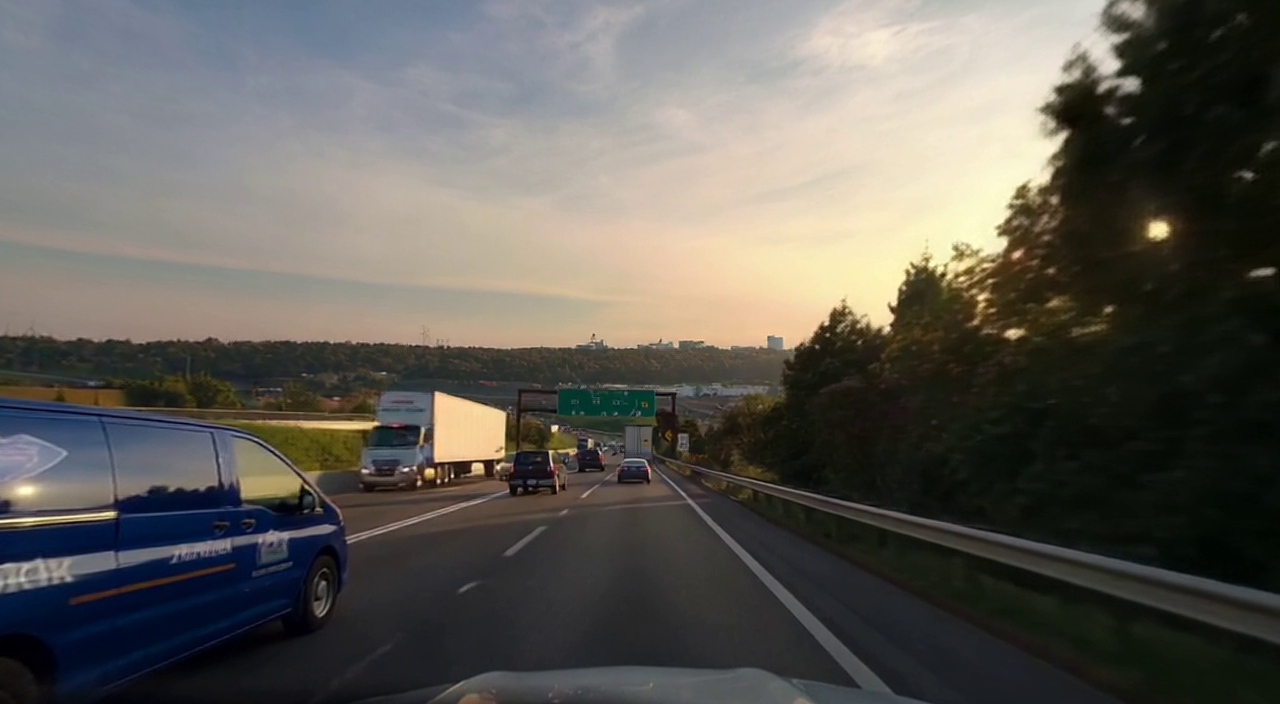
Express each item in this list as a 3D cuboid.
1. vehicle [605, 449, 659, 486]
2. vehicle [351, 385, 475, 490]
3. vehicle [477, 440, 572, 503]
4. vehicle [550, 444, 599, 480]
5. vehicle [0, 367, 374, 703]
[{"bbox_3d":[-0.323,4.781,26.500,2.095,1.393,3.908,0,-9,-1],"label":"vehicle"},{"bbox_3d":[-9.900,3.900,28.483,3.178,4.169,6.323,0,-9,0],"label":"vehicle"},{"bbox_3d":[-3.212,3.402,18.382,1.937,1.600,4.141,0,-9,1],"label":"vehicle"},{"bbox_3d":[-3.176,5.428,31.441,1.994,1.663,4.047,0,-9,0],"label":"vehicle"},{"bbox_3d":[-3.339,1.035,3.064,2.117,1.688,4.582,0,-9,-1],"label":"vehicle"}]
